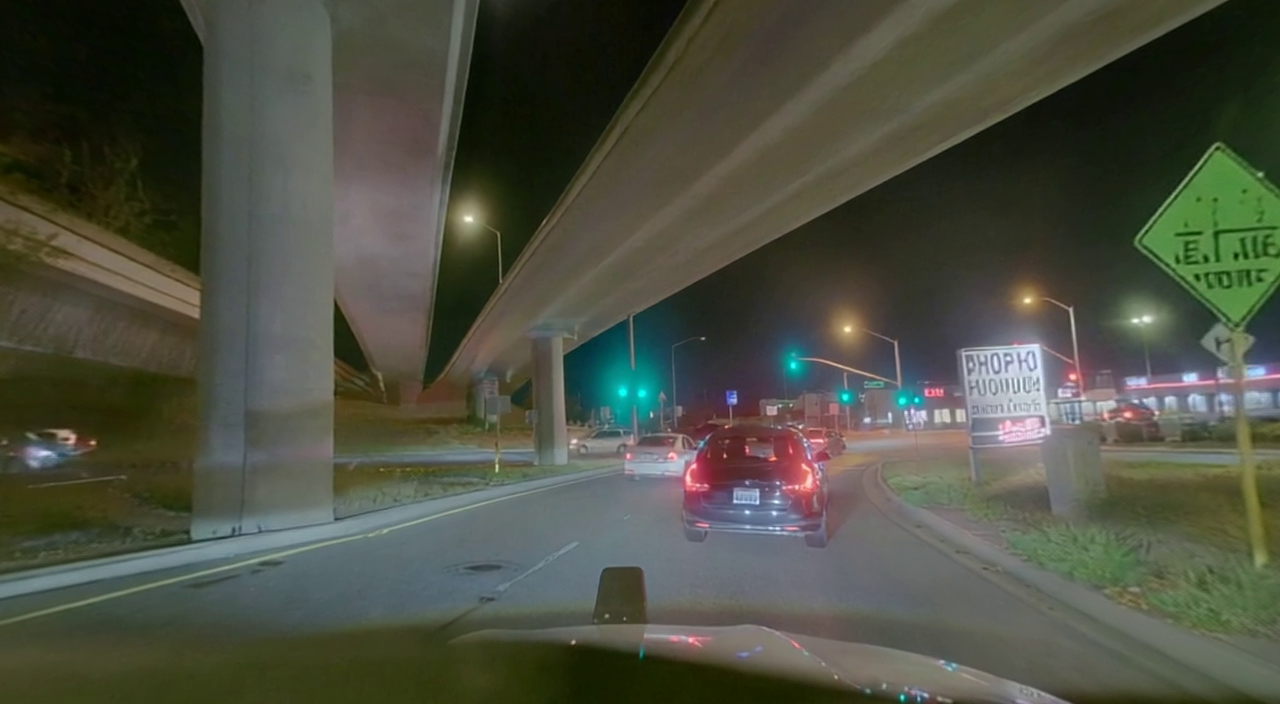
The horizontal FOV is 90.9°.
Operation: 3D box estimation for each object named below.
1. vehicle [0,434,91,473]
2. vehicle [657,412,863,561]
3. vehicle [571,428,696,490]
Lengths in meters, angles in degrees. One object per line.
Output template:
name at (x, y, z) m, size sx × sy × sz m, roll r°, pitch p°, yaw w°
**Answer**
vehicle at (-33.661, 5.446, 34.084) m, size 5.457 × 2.021 × 2.213 m, roll 2°, pitch -9°, yaw -15°
vehicle at (1.719, 1.775, 9.093) m, size 2.195 × 1.571 × 4.353 m, roll -2°, pitch -8°, yaw 12°
vehicle at (-0.004, 3.021, 18.221) m, size 2.214 × 1.519 × 4.704 m, roll -3°, pitch -9°, yaw 18°
